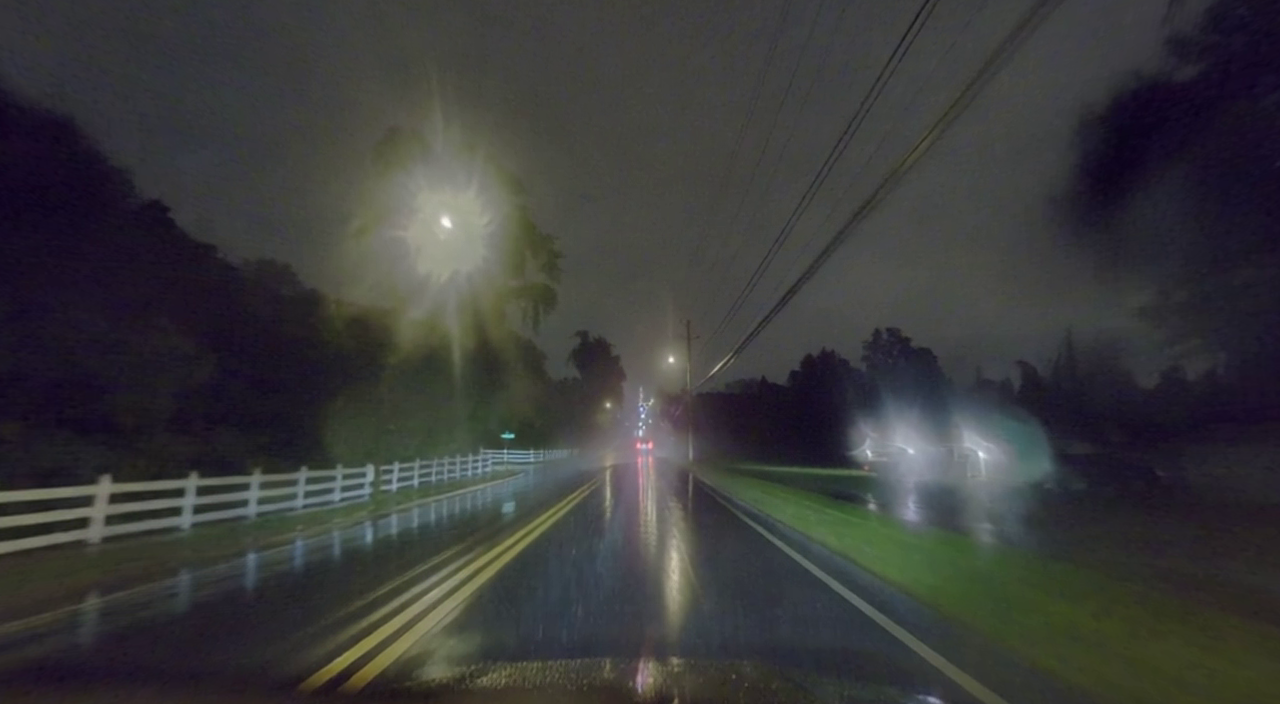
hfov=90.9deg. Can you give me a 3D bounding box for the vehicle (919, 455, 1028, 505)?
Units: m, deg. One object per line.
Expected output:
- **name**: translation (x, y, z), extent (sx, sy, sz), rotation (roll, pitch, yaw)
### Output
- **vehicle**: translation (14.402, 5.517, 27.667), extent (2.009, 1.781, 5.311), rotation (-1, -8, 2)

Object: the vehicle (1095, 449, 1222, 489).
- **vehicle**: translation (21.479, 4.843, 26.321), extent (1.782, 1.451, 3.741), rotation (-2, -9, -7)

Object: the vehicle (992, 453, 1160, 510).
- **vehicle**: translation (18.263, 5.393, 26.897), extent (2.328, 1.955, 5.699), rotation (-3, -9, -11)

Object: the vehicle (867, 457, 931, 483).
- **vehicle**: translation (16.183, 7.383, 39.645), extent (2.001, 1.450, 4.481), rotation (0, -8, -2)
